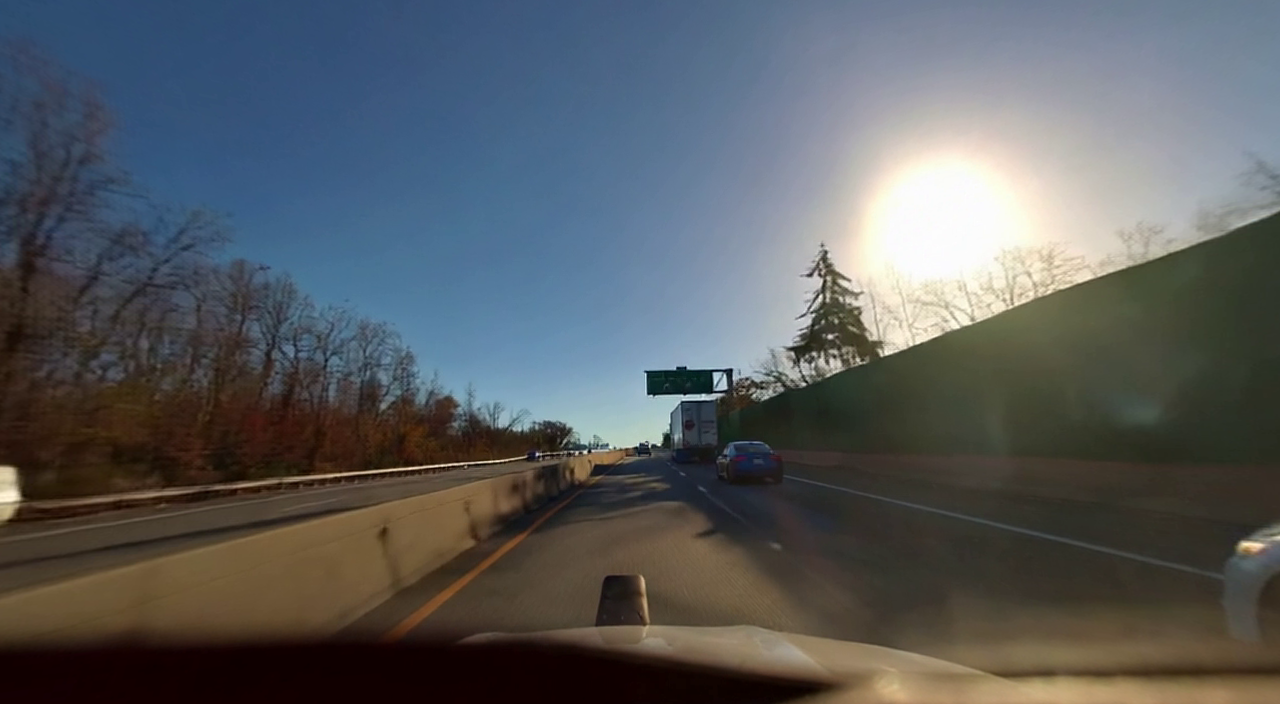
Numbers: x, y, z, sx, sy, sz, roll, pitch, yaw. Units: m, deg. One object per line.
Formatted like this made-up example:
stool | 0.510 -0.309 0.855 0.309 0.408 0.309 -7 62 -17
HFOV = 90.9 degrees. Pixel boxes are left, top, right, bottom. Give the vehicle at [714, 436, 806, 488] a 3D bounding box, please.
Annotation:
vehicle | 3.689 3.471 20.261 2.000 1.473 4.440 0 -8 -1

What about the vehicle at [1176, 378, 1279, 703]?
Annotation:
vehicle | 3.996 0.687 1.430 1.940 1.539 4.005 0 -8 -1
